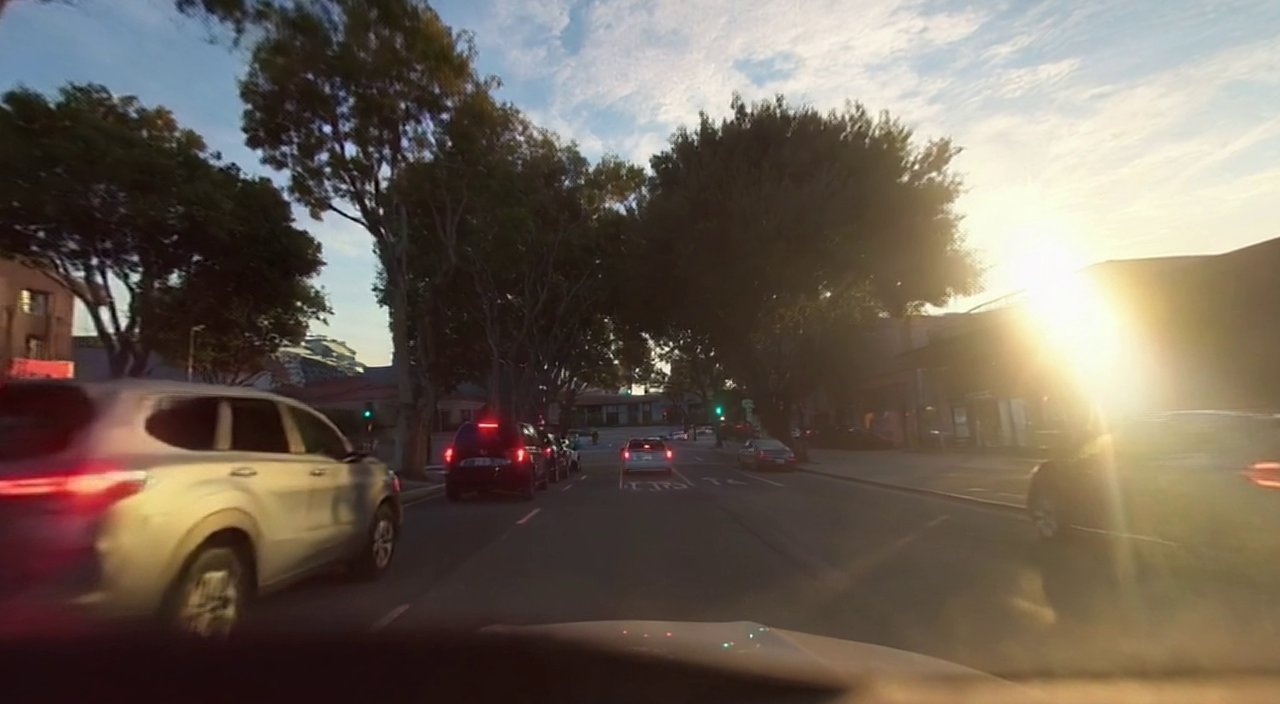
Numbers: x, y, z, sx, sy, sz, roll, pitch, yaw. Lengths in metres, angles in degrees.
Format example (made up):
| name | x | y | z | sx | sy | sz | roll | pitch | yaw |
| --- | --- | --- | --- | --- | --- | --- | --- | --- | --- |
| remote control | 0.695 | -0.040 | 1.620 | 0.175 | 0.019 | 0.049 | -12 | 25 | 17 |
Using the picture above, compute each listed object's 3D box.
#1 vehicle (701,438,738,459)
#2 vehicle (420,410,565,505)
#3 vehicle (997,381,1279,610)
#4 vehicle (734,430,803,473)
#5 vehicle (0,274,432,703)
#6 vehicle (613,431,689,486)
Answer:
| name | x | y | z | sx | sy | sz | roll | pitch | yaw |
| --- | --- | --- | --- | --- | --- | --- | --- | --- | --- |
| vehicle | 6.030 | 7.402 | 48.462 | 1.986 | 1.477 | 4.510 | 0 | -9 | -3 |
| vehicle | -3.402 | 2.583 | 15.779 | 2.487 | 1.978 | 4.628 | 0 | -9 | 0 |
| vehicle | 6.486 | 1.521 | 7.383 | 1.997 | 1.943 | 4.409 | 0 | -9 | 0 |
| vehicle | 6.194 | 4.872 | 31.063 | 2.300 | 1.903 | 4.579 | 0 | -9 | -1 |
| vehicle | -3.459 | 1.034 | 4.651 | 2.223 | 1.957 | 4.845 | 0 | -9 | 0 |
| vehicle | 0.241 | 3.401 | 20.419 | 2.201 | 1.589 | 3.843 | 0 | -9 | -2 |
